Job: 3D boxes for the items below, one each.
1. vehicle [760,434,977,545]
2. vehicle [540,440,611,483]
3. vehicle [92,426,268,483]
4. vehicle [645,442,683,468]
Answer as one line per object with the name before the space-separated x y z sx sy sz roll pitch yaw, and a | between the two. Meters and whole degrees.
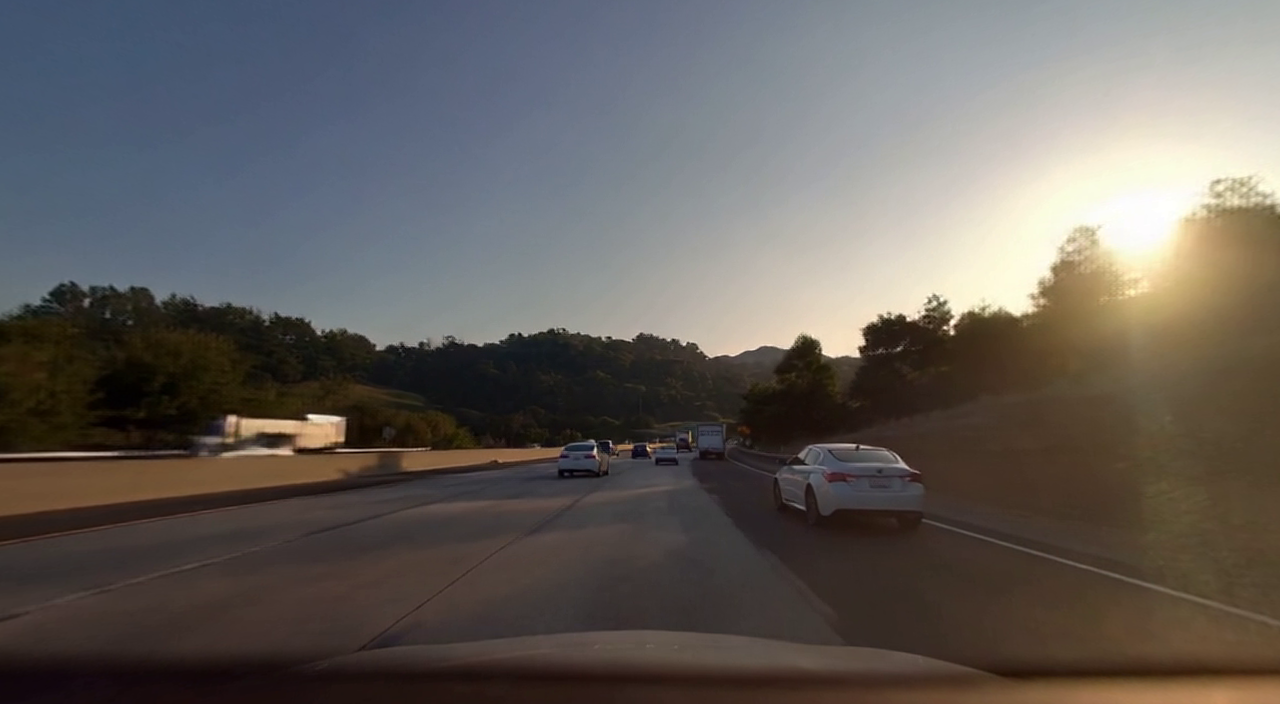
vehicle | 3.463 2.153 10.619 2.013 1.464 4.317 0 -8 0
vehicle | -2.376 4.217 24.608 2.031 1.491 4.792 -1 -8 3
vehicle | -17.039 3.849 23.870 2.389 1.886 5.415 -1 -8 3
vehicle | 1.525 6.263 38.624 2.202 1.467 3.929 -1 -8 4
